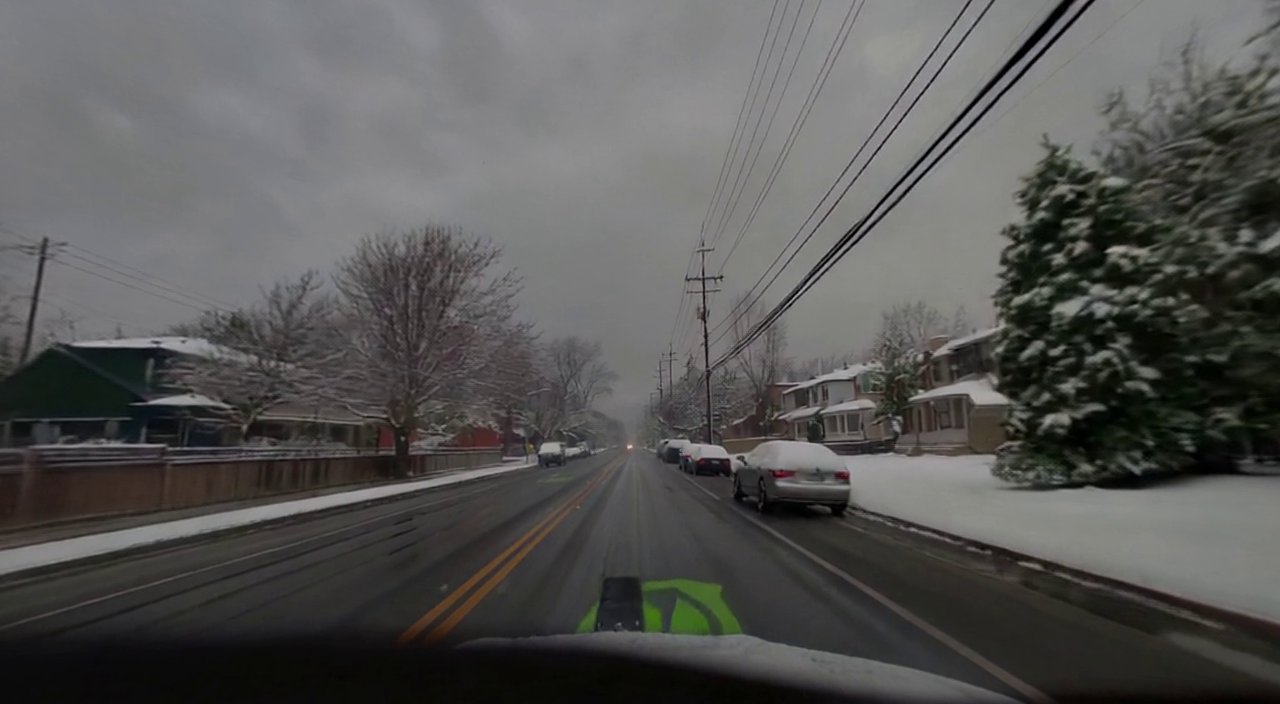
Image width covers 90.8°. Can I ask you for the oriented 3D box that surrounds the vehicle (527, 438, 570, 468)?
[{"bbox_3d":[-6.760,7.564,47.171,2.451,2.099,5.112,-1,-10,0],"label":"vehicle"}]

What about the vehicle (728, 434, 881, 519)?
[{"bbox_3d":[3.414,2.693,14.273,2.024,1.554,4.867,0,-8,-2],"label":"vehicle"}]

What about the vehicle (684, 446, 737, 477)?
[{"bbox_3d":[3.295,5.234,30.475,1.967,1.382,4.361,0,-8,-1],"label":"vehicle"}]
